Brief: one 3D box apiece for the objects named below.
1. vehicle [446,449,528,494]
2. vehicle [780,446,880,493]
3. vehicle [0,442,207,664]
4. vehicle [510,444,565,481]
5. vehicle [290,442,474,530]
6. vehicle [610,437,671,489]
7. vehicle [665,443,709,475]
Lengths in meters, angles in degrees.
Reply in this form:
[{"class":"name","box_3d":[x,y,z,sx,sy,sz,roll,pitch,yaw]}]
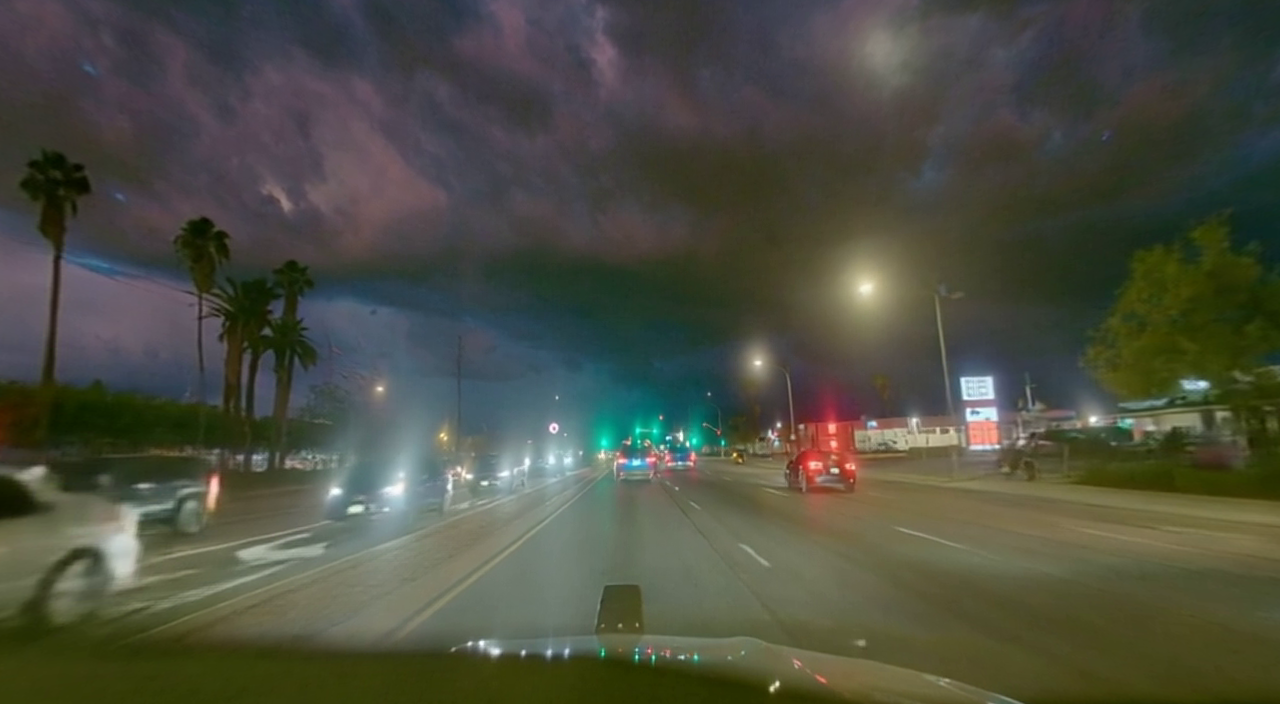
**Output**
[{"class":"vehicle","box_3d":[-5.638,4.422,23.829,2.017,1.463,4.384,0,-8,0]},{"class":"vehicle","box_3d":[6.383,3.974,21.802,1.944,1.447,4.309,0,-8,-2]},{"class":"vehicle","box_3d":[-5.229,1.293,3.903,2.030,1.441,4.324,0,-8,0]},{"class":"vehicle","box_3d":[-5.224,5.689,32.817,2.160,1.769,4.494,0,-8,-1]},{"class":"vehicle","box_3d":[-5.132,2.693,13.320,2.036,1.541,4.107,-1,-8,2]},{"class":"vehicle","box_3d":[-0.032,4.220,24.286,2.151,1.787,4.109,0,-8,-1]},{"class":"vehicle","box_3d":[2.700,6.270,37.330,2.112,1.710,4.234,0,-8,-1]}]
